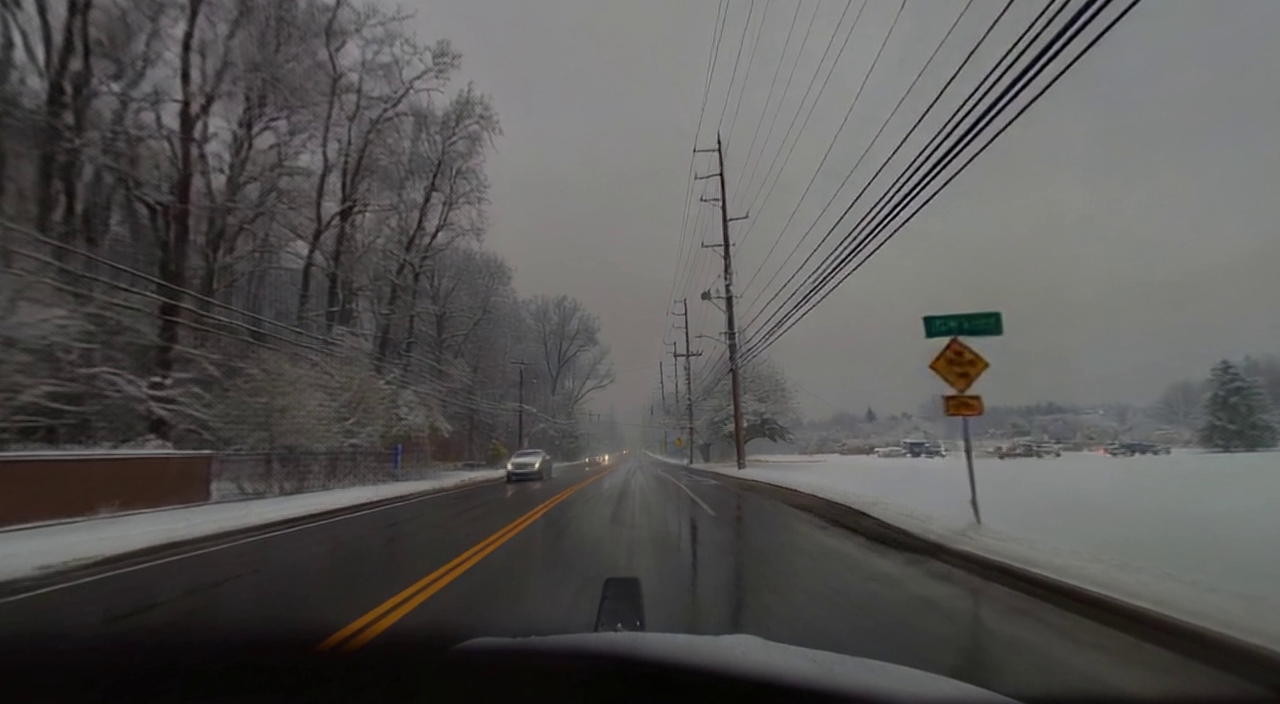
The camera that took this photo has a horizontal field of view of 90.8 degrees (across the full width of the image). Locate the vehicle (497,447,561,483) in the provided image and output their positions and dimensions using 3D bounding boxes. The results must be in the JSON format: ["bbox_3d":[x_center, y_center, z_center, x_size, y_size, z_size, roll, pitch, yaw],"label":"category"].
[{"bbox_3d":[-5.090,5.230,29.612,2.093,1.523,4.536,0,-9,1],"label":"vehicle"}]
